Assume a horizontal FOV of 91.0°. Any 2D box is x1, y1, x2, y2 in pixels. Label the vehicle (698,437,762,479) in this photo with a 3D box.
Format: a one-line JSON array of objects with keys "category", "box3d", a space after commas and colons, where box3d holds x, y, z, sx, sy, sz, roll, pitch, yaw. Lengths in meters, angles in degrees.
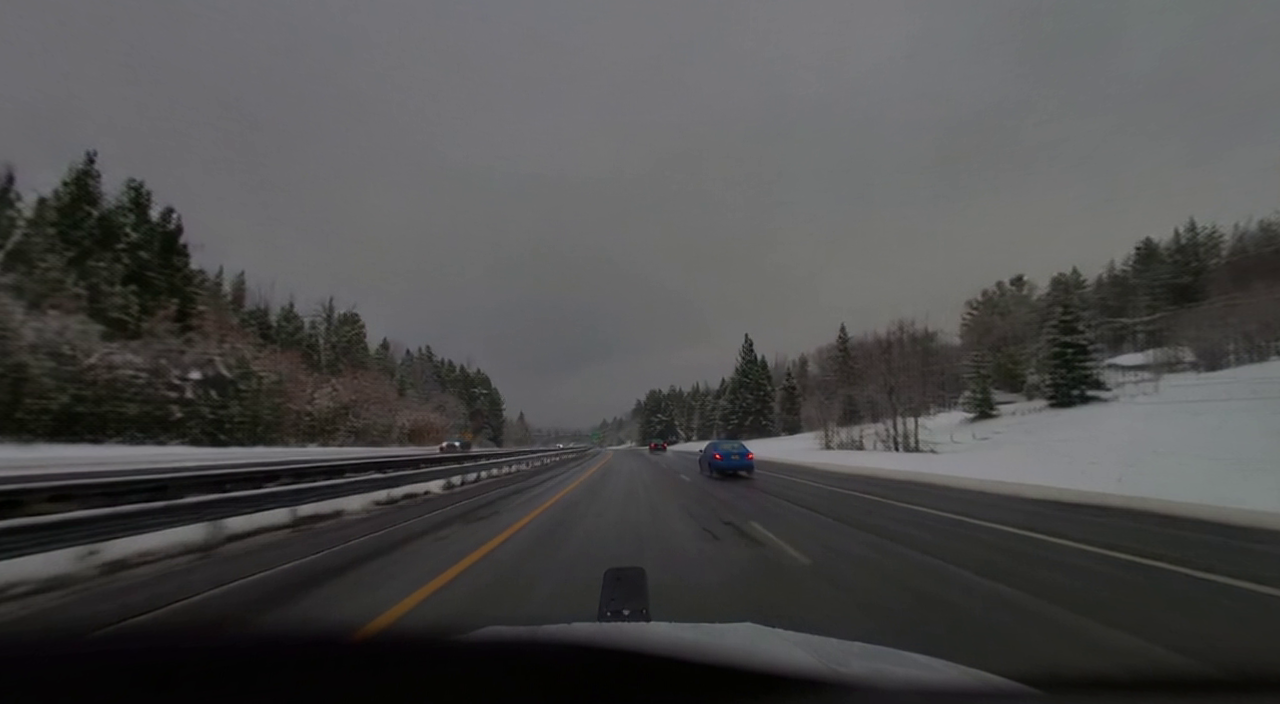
[{"category": "vehicle", "box3d": [3.529, 4.217, 25.233, 1.945, 1.538, 3.729, 0, -8, -1]}]
